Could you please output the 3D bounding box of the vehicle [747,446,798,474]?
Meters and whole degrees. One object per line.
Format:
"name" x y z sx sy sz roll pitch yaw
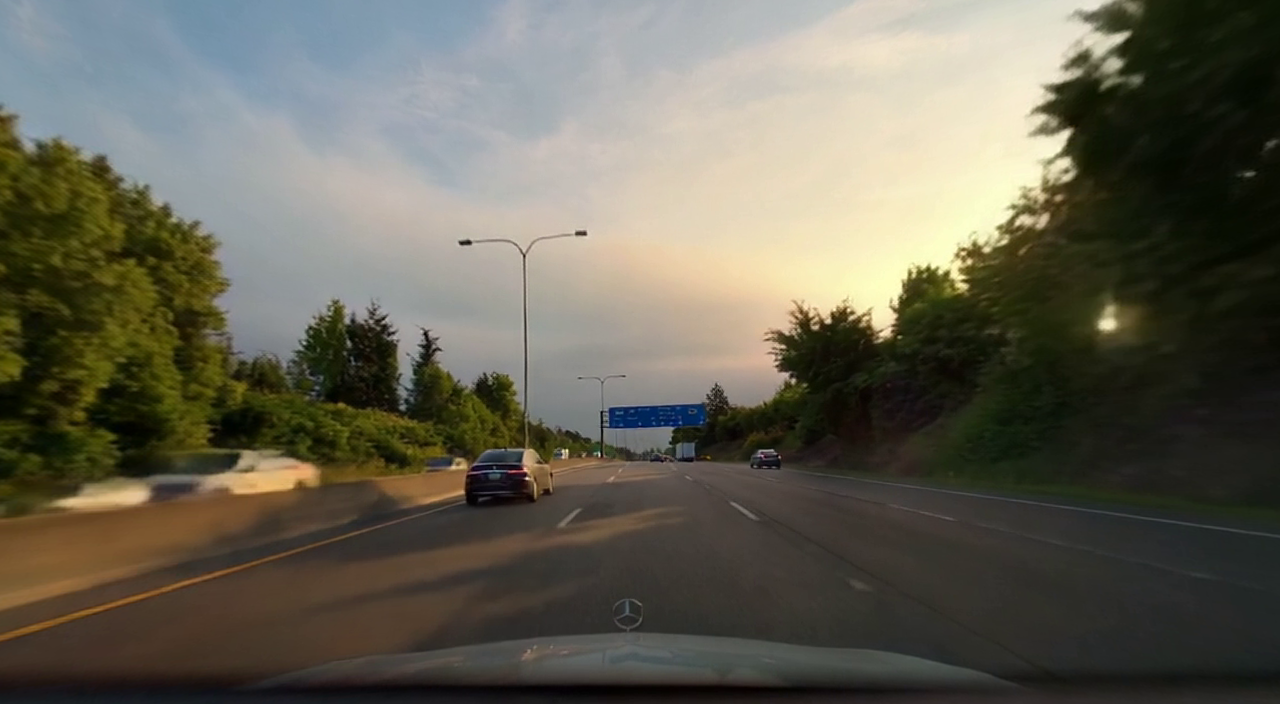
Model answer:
"vehicle" 7.647 6.280 36.866 1.943 1.493 4.507 0 -9 -1

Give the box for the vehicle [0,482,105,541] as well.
"vehicle" -19.543 4.973 19.947 1.982 1.508 3.669 0 -9 -1

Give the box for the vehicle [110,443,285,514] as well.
"vehicle" -15.038 4.272 21.926 2.276 2.132 5.070 0 -9 1

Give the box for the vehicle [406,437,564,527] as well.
"vehicle" -3.004 2.642 13.352 2.191 1.563 4.318 0 -9 1
